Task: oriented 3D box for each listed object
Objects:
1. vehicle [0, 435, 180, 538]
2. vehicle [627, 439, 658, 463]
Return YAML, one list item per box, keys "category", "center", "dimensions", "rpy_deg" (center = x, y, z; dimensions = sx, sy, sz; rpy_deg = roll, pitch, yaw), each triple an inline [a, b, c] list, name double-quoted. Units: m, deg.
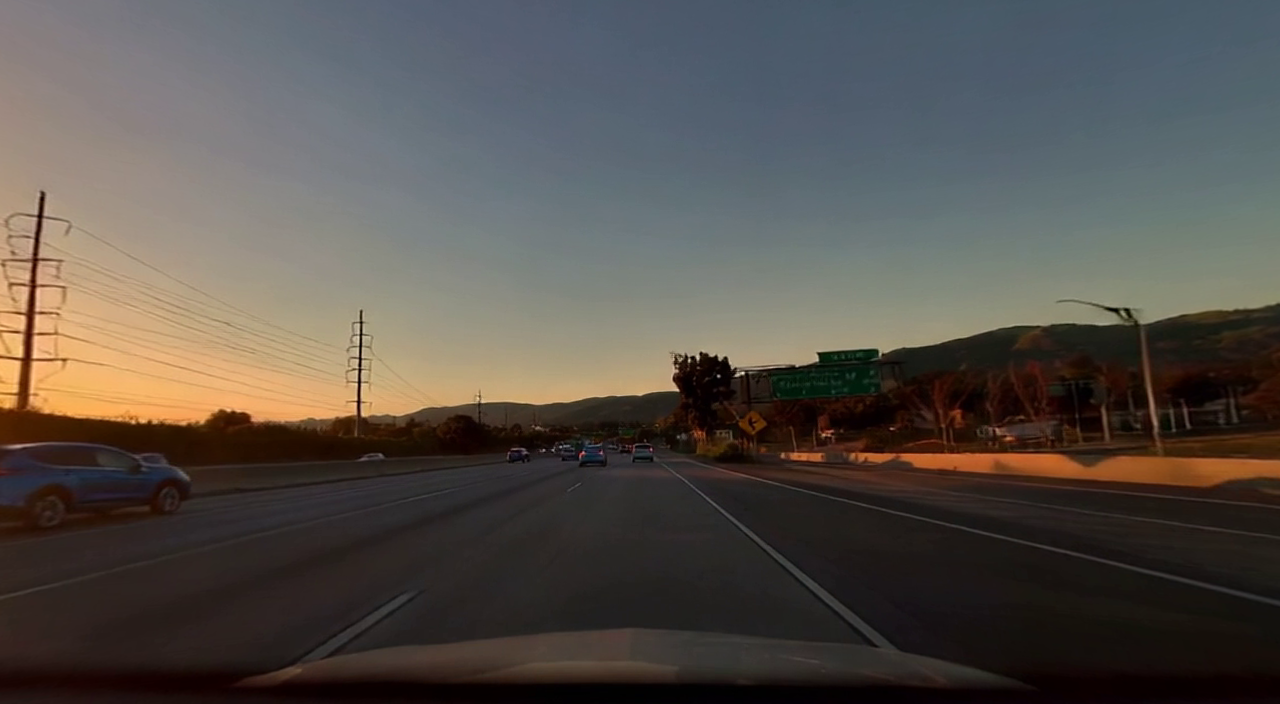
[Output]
- category: "vehicle"
  center: [-11.313, 2.447, 11.989]
  dimensions: [2.005, 1.649, 4.022]
  rpy_deg: [-1, -8, 1]
- category: "vehicle"
  center: [0.161, 7.569, 48.166]
  dimensions: [2.194, 1.737, 4.127]
  rpy_deg: [0, -8, -1]
